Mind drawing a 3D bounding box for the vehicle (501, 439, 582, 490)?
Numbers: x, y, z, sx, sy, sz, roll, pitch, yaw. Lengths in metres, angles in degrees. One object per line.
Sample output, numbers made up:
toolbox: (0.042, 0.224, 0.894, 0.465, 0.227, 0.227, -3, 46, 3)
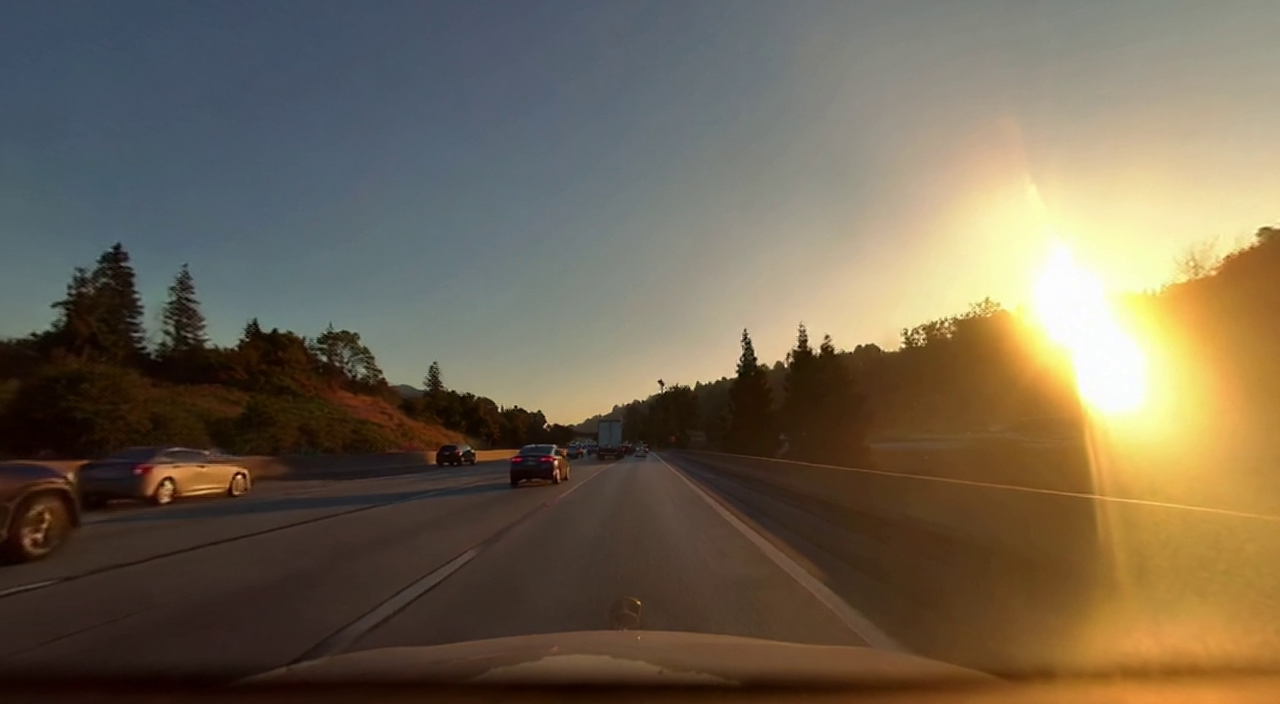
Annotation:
vehicle: (-3.218, 3.770, 21.389, 1.931, 1.528, 4.126, 0, -8, 2)

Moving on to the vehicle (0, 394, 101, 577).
vehicle: (-7.392, 1.048, 4.462, 2.115, 1.778, 5.572, 0, -9, 1)

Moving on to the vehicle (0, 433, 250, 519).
vehicle: (-11.007, 2.541, 13.564, 1.920, 1.476, 4.973, 0, -9, 1)

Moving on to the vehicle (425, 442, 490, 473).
vehicle: (-9.514, 5.522, 33.153, 2.036, 1.506, 4.358, 0, -9, 1)
